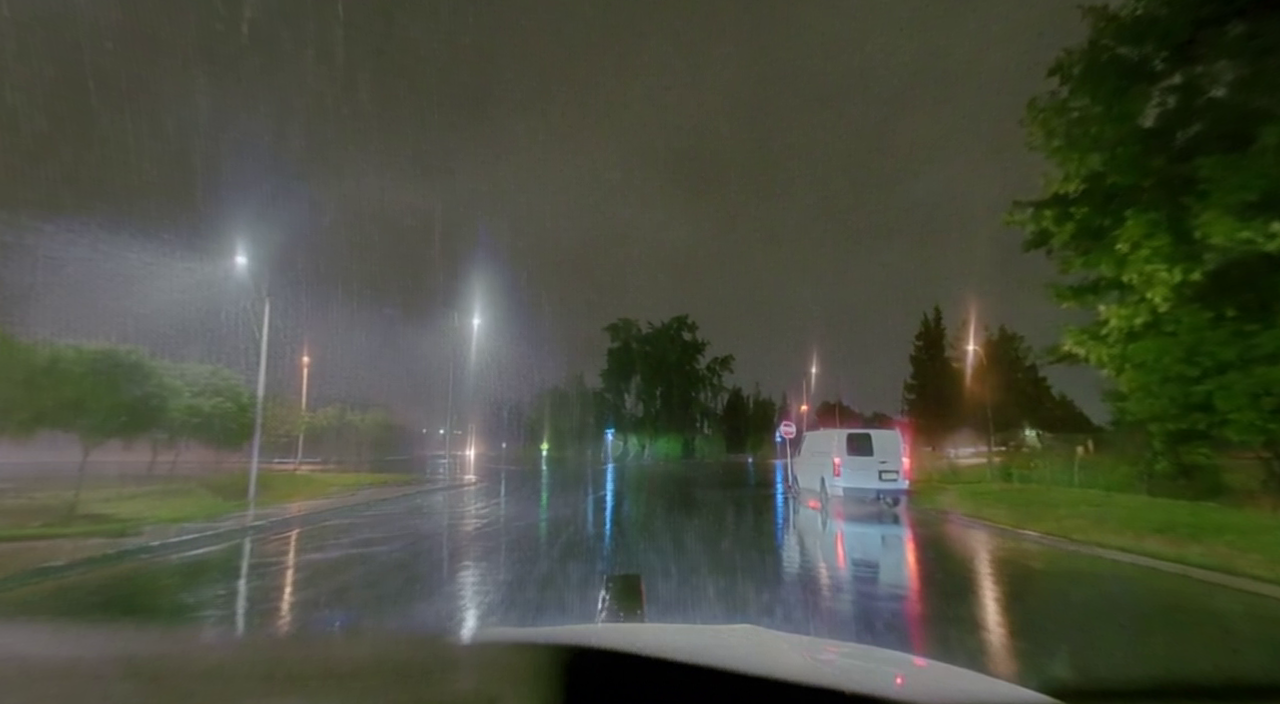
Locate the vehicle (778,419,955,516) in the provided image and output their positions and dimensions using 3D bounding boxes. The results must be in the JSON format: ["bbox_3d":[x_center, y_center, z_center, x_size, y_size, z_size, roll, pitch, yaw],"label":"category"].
[{"bbox_3d":[5.949,3.153,17.829,2.659,2.245,5.991,0,-9,-1],"label":"vehicle"}]
